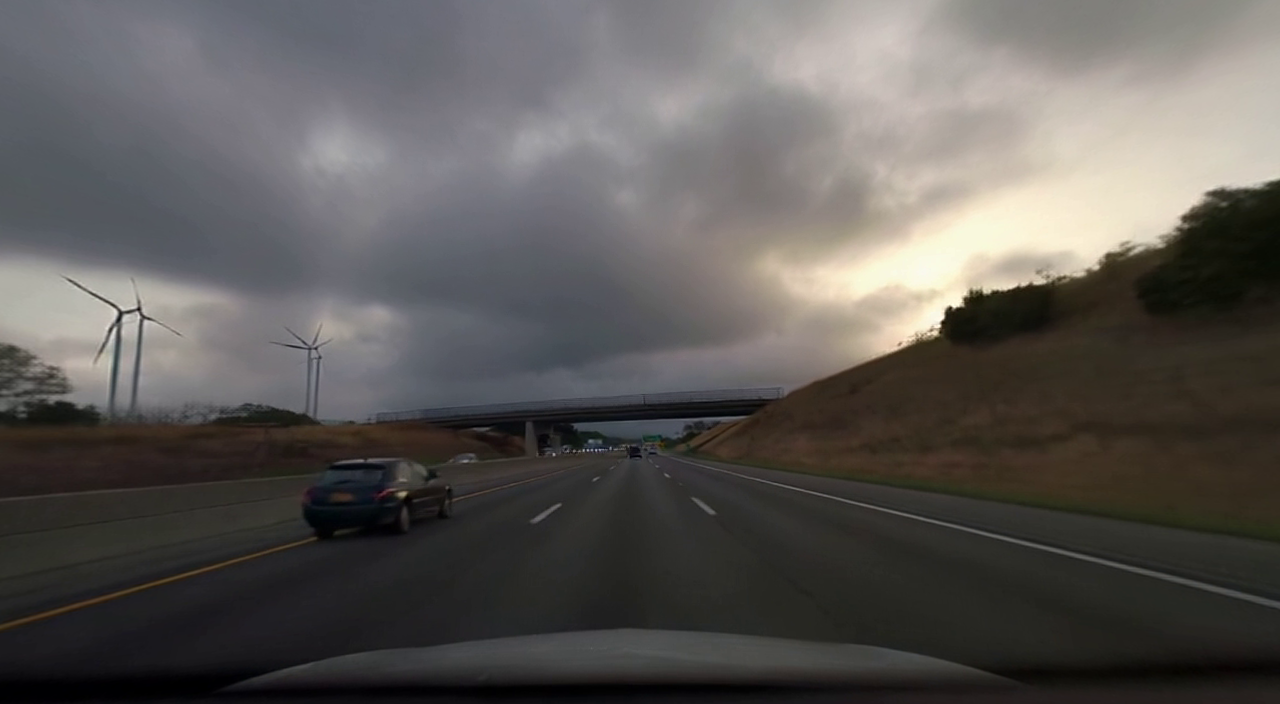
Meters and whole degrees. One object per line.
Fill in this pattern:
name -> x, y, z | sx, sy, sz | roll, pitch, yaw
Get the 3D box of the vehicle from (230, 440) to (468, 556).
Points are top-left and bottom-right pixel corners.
vehicle -> -4.372, 2.225, 10.357 | 1.921, 1.481, 4.120 | 0, -9, 0
